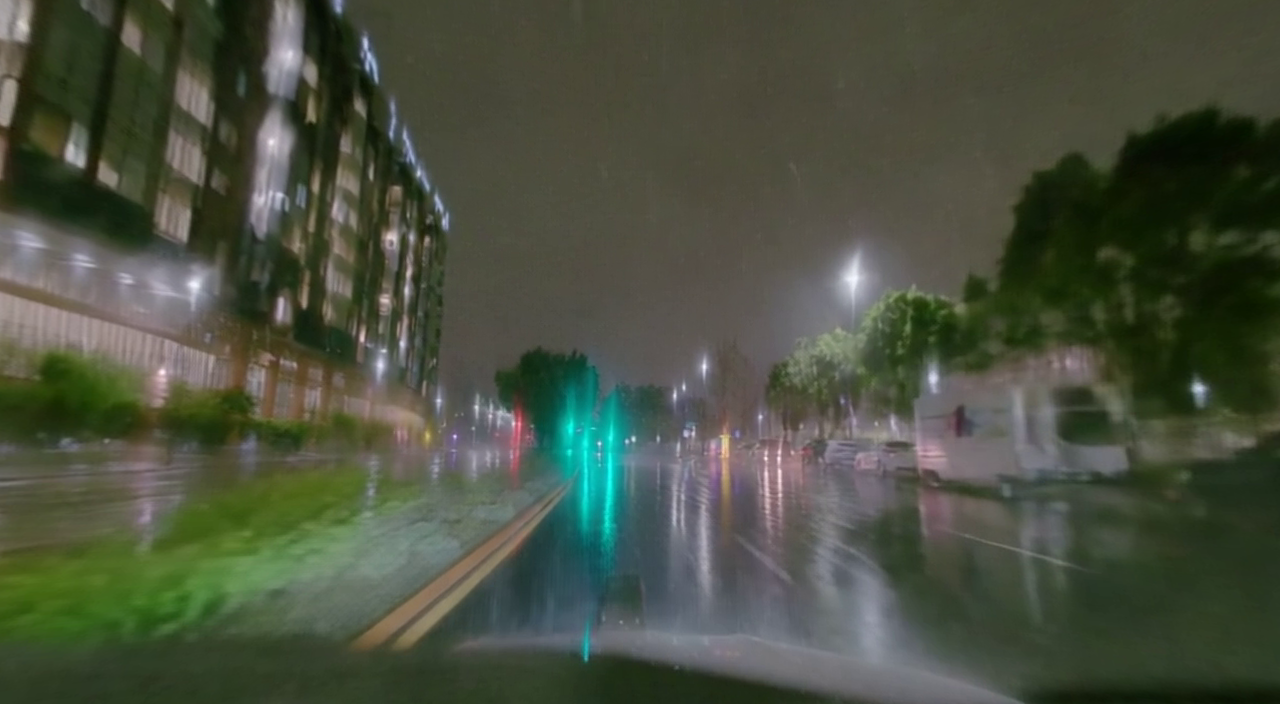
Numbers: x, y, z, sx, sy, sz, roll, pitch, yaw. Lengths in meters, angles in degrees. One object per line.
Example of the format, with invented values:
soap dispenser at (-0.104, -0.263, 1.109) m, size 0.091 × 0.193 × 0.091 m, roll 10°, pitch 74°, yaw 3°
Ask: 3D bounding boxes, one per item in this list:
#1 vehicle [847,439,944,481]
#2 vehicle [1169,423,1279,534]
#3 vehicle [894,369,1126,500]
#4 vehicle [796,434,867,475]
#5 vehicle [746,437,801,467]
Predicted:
vehicle at (10.271, 4.367, 25.814) m, size 1.885 × 1.545 × 4.377 m, roll 1°, pitch -9°, yaw -4°
vehicle at (10.975, 1.835, 8.940) m, size 2.050 × 1.699 × 5.584 m, roll 0°, pitch -8°, yaw -1°
vehicle at (10.585, 2.524, 19.104) m, size 2.853 × 3.253 × 6.441 m, roll 0°, pitch -8°, yaw -2°
vehicle at (9.912, 5.316, 33.024) m, size 1.916 × 1.889 × 4.675 m, roll 4°, pitch -9°, yaw -5°
vehicle at (8.813, 6.658, 42.200) m, size 2.211 × 1.831 × 5.275 m, roll 1°, pitch -9°, yaw -4°
